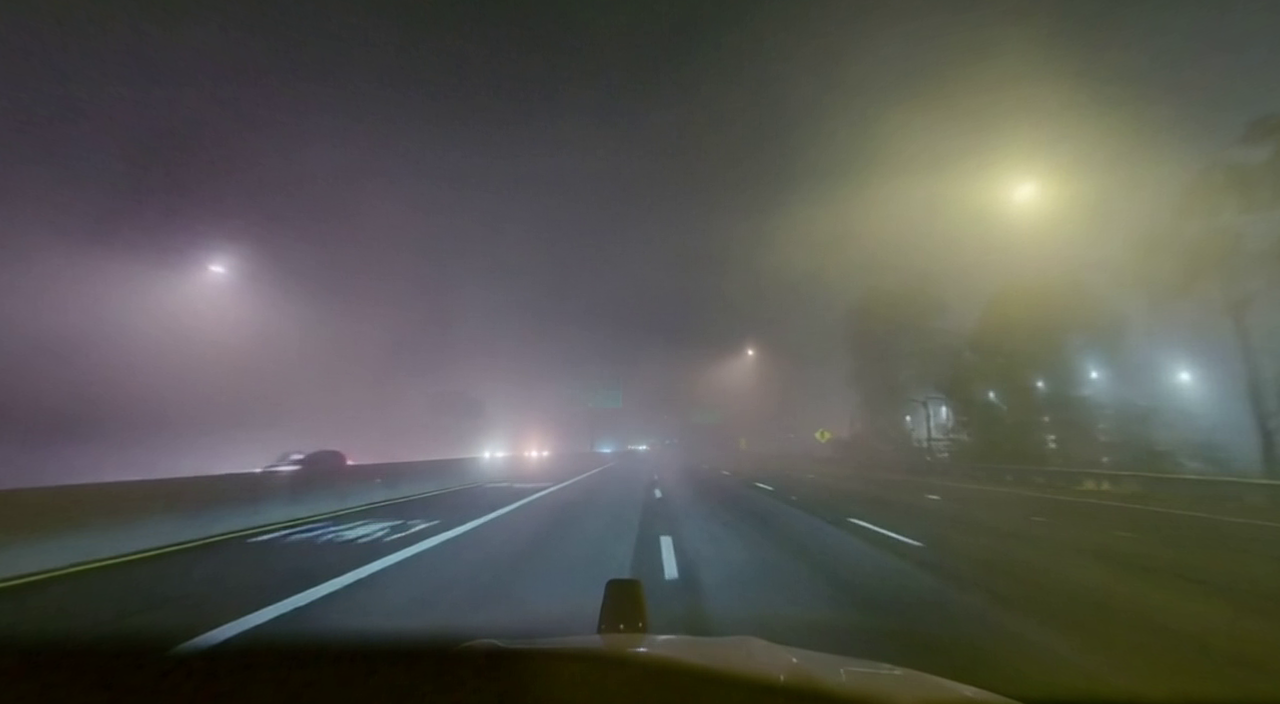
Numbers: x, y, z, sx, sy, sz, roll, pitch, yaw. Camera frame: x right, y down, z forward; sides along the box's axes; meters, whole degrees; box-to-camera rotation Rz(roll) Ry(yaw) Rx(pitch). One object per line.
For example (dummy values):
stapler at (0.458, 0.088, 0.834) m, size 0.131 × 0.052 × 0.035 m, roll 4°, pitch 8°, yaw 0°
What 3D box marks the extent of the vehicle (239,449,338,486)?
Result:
vehicle at (-16.258, 5.326, 29.482) m, size 1.830 × 1.527 × 4.504 m, roll -1°, pitch -8°, yaw 4°
